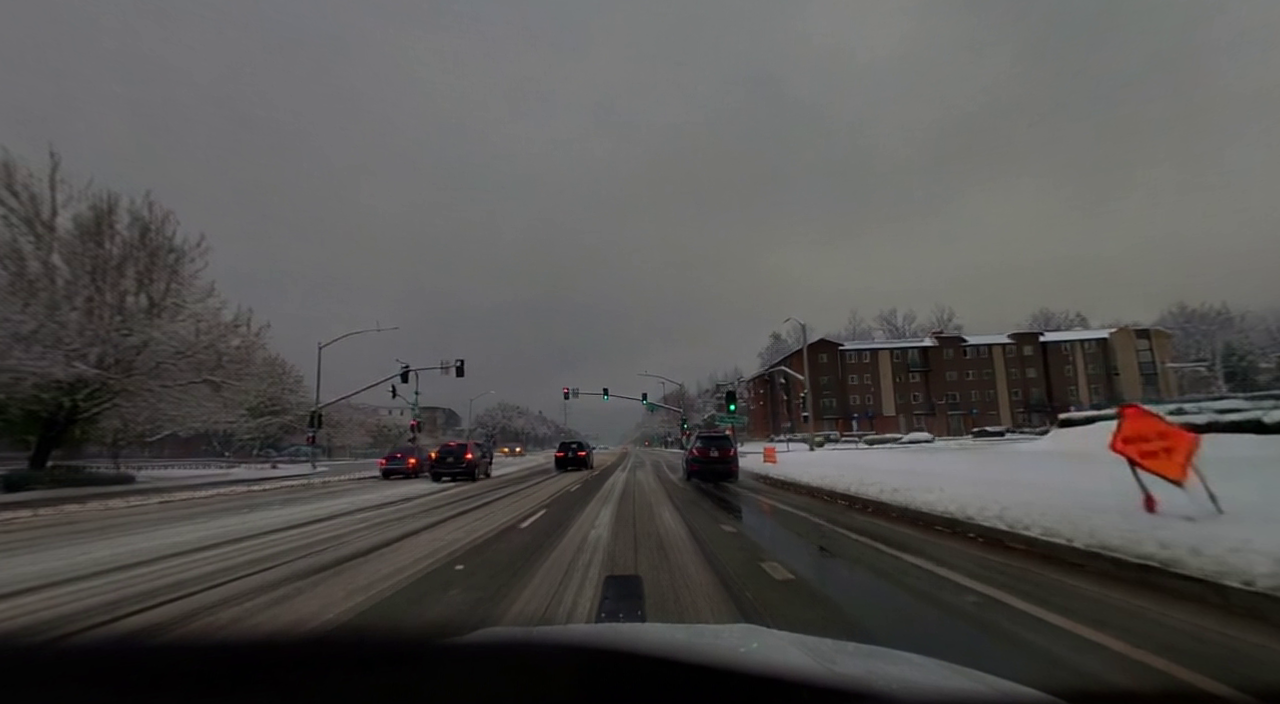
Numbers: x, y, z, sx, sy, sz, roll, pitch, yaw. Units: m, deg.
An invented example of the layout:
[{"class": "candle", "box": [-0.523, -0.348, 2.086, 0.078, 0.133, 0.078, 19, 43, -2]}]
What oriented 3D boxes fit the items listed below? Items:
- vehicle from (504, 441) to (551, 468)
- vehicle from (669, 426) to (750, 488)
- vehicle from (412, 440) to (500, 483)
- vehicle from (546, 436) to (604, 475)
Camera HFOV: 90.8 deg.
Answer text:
[{"class": "vehicle", "box": [-6.565, 6.026, 37.137, 1.993, 1.492, 3.666, 0, -8, 2]}, {"class": "vehicle", "box": [2.173, 3.451, 21.049, 2.197, 1.835, 4.316, 0, -8, 0]}, {"class": "vehicle", "box": [-7.040, 4.220, 24.664, 1.928, 1.488, 4.635, 0, -8, 1]}, {"class": "vehicle", "box": [-2.865, 4.679, 28.728, 2.121, 1.654, 3.993, 0, -8, 1]}]
